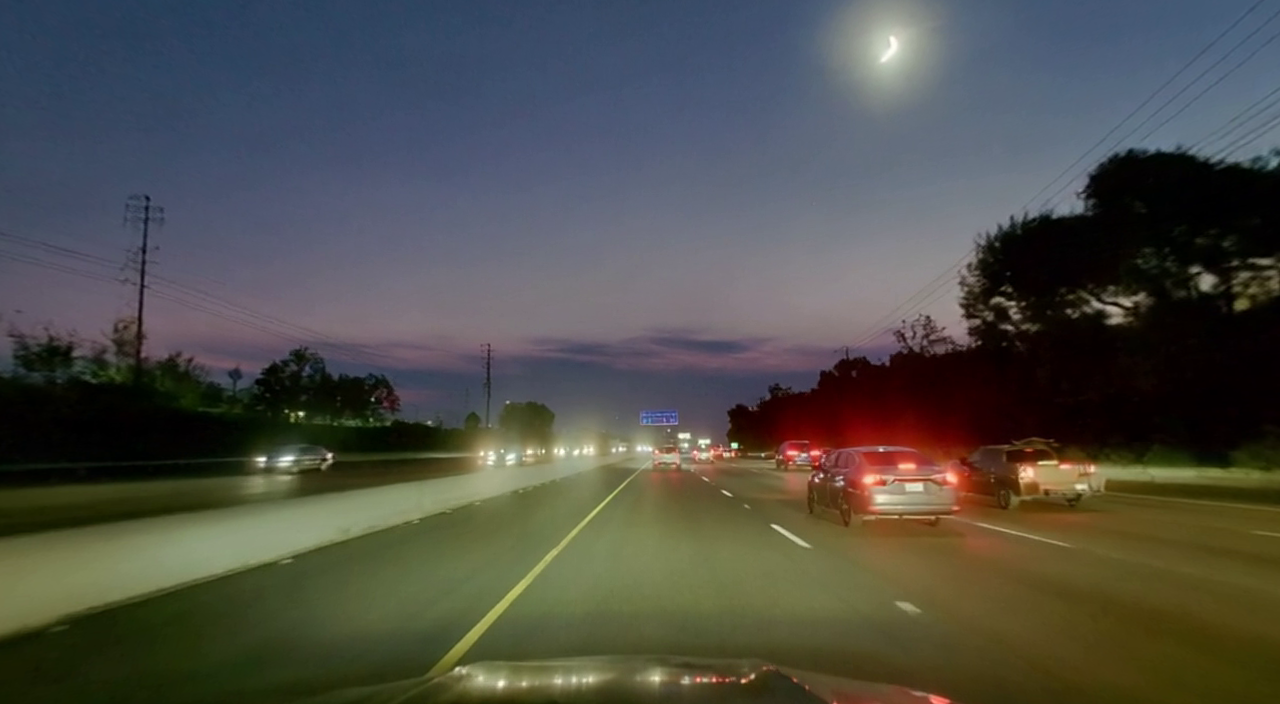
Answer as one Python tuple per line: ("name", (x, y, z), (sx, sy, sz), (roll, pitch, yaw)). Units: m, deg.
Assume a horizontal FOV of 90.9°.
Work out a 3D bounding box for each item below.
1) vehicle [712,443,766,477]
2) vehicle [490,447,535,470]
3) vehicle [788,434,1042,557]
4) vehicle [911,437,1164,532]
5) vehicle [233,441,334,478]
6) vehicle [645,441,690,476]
("vehicle", (4.502, 4.975, 29.276), (1.936, 1.465, 4.060), (0, -8, 1))
("vehicle", (-8.383, 7.005, 41.752), (1.892, 1.385, 4.029), (-1, -8, 3))
("vehicle", (3.884, 2.074, 9.956), (1.986, 1.478, 4.429), (0, -8, 0))
("vehicle", (7.246, 2.424, 12.272), (1.937, 1.477, 4.696), (0, -8, 1))
("vehicle", (-16.930, 5.123, 30.288), (2.022, 1.618, 4.617), (0, -8, 2))
("vehicle", (1.333, 5.136, 30.574), (2.042, 1.581, 3.769), (0, -8, 2))
